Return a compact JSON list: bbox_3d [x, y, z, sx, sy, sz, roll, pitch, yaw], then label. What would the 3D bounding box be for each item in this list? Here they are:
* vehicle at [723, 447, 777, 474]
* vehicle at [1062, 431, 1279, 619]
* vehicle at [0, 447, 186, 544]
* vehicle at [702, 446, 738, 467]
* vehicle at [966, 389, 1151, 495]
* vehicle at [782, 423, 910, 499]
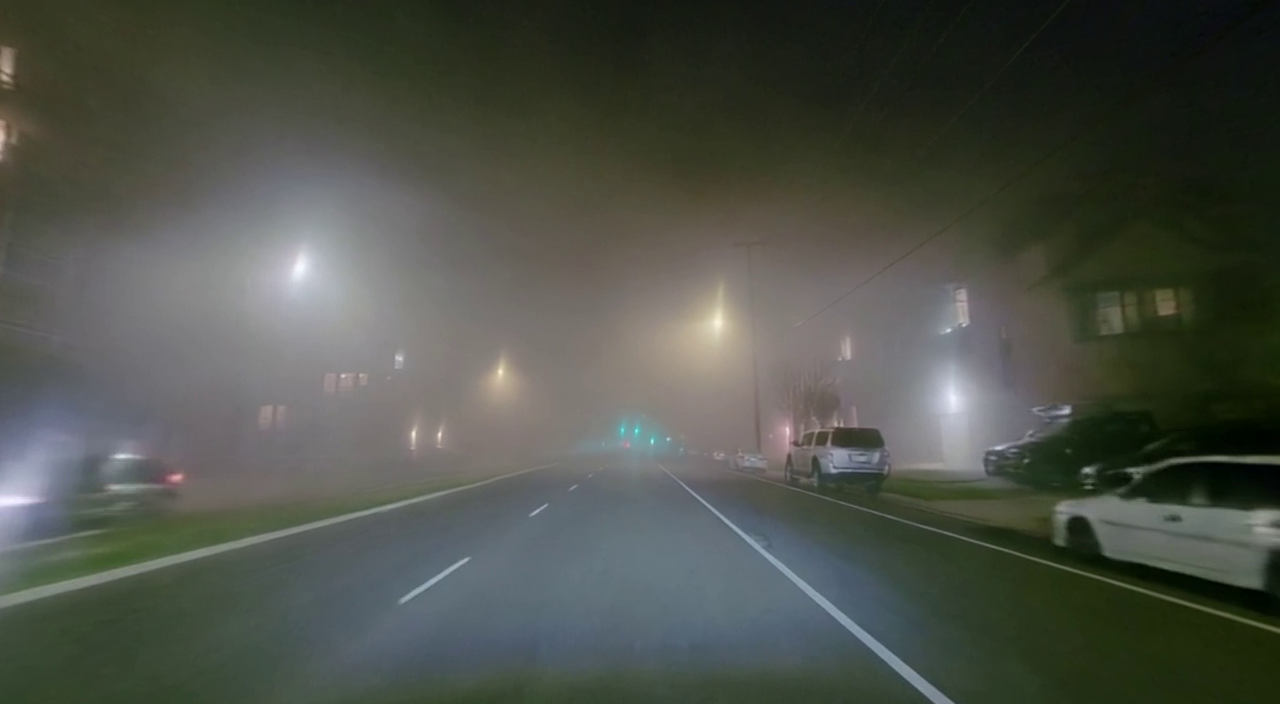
[{"bbox_3d":[6.042,6.034,35.425,2.013,1.408,5.011,0,-9,-1],"label":"vehicle"},{"bbox_3d":[6.158,1.463,5.546,1.914,1.517,4.320,0,-9,0],"label":"vehicle"},{"bbox_3d":[-10.679,2.457,11.317,1.847,1.460,4.294,0,-9,1],"label":"vehicle"},{"bbox_3d":[5.912,7.808,47.516,1.944,1.478,4.885,0,-9,-2],"label":"vehicle"},{"bbox_3d":[11.812,2.608,18.325,1.794,2.637,4.533,-1,-9,-5],"label":"vehicle"},{"bbox_3d":[6.283,3.428,20.287,2.267,2.037,6.240,-1,-9,3],"label":"vehicle"}]
